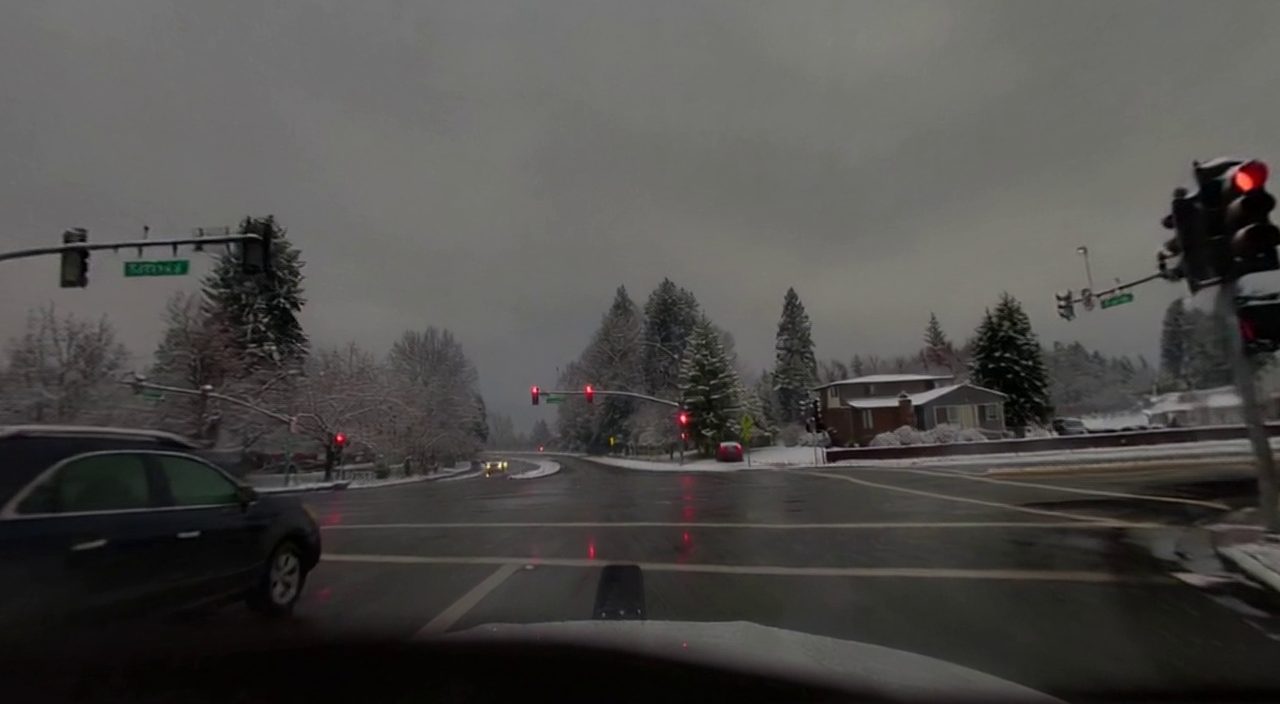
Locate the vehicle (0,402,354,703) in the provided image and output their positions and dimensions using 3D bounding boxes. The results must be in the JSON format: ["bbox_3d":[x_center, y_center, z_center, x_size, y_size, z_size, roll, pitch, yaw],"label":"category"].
[{"bbox_3d":[-3.681,1.202,4.121,1.777,1.537,3.831,0,-9,0],"label":"vehicle"}]
